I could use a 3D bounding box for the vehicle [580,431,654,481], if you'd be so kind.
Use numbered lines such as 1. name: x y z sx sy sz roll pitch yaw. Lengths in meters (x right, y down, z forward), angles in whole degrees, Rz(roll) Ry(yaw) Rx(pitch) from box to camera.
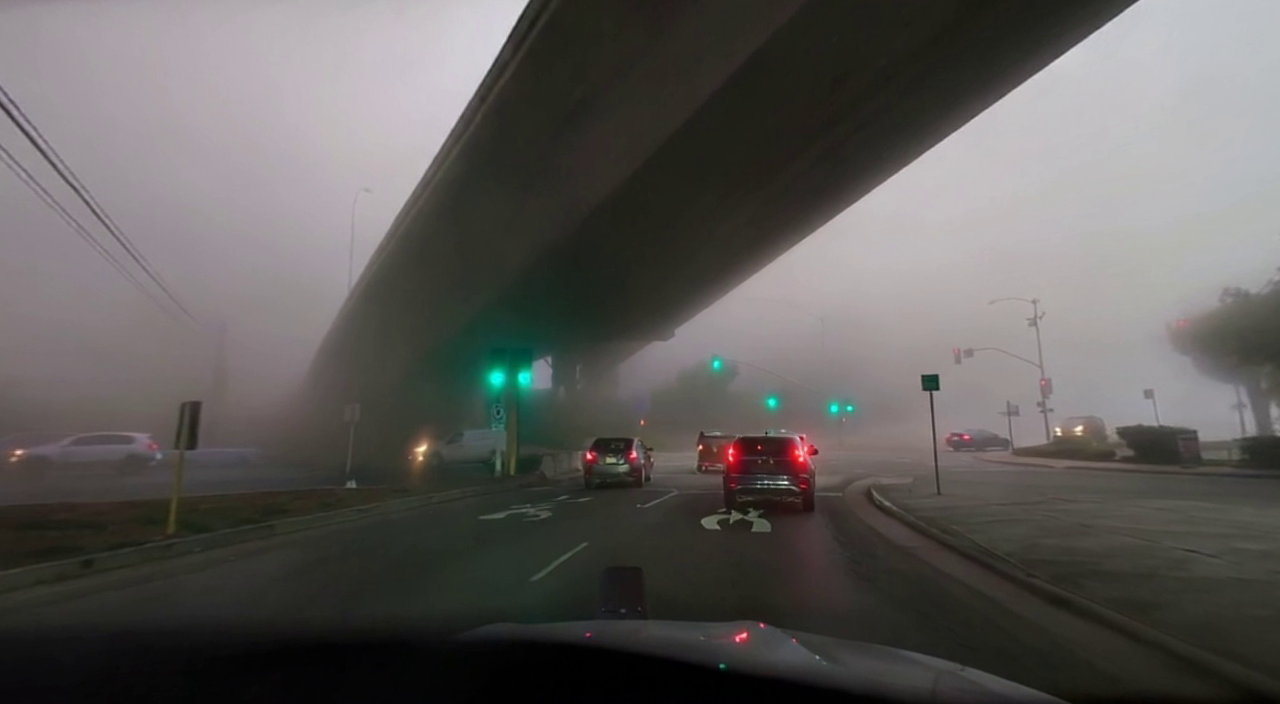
1. vehicle: -0.662 3.563 21.940 2.214 1.519 4.704 -1 -8 2

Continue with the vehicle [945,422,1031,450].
1. vehicle: 21.641 5.246 39.247 4.755 1.623 2.290 4 -9 -26

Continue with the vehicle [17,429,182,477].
1. vehicle: -22.730 4.270 26.815 4.827 1.885 2.008 4 -9 -25

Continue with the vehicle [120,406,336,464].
1. vehicle: -29.783 6.240 47.164 3.136 3.659 13.988 -4 -9 23

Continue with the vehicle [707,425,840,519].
1. vehicle: 2.574 2.357 12.980 2.195 1.571 4.353 -1 -8 8

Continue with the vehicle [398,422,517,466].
1. vehicle: -8.421 4.284 29.306 4.761 1.930 2.175 -2 -9 12
